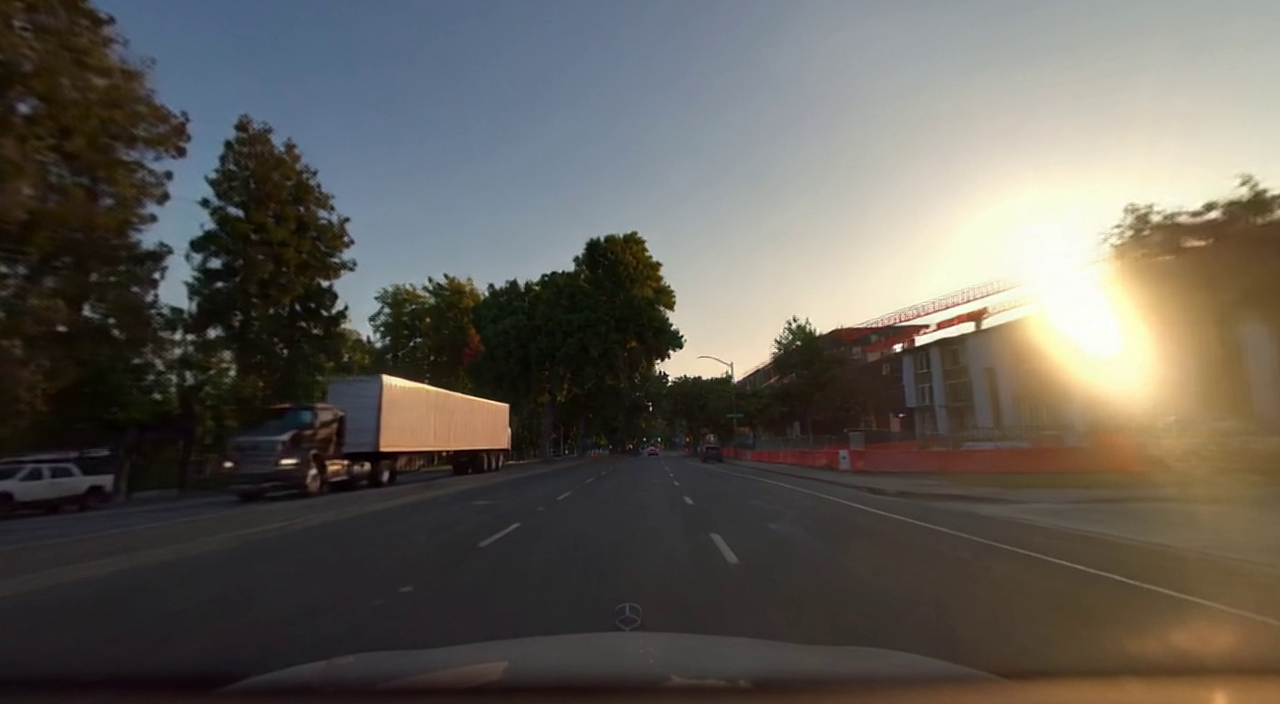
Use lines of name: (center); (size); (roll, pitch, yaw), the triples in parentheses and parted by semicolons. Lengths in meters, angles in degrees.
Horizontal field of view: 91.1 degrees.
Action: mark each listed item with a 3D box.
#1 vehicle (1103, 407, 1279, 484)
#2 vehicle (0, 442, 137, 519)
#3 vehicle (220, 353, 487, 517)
vehicle: (16.417, 2.680, 17.935); (2.021, 1.835, 5.654); (1, -8, 0)
vehicle: (-18.217, 3.780, 18.471); (2.154, 1.987, 5.836); (-5, -8, -1)
vehicle: (-7.363, 2.488, 18.447); (3.032, 3.524, 9.640); (0, -8, 2)
